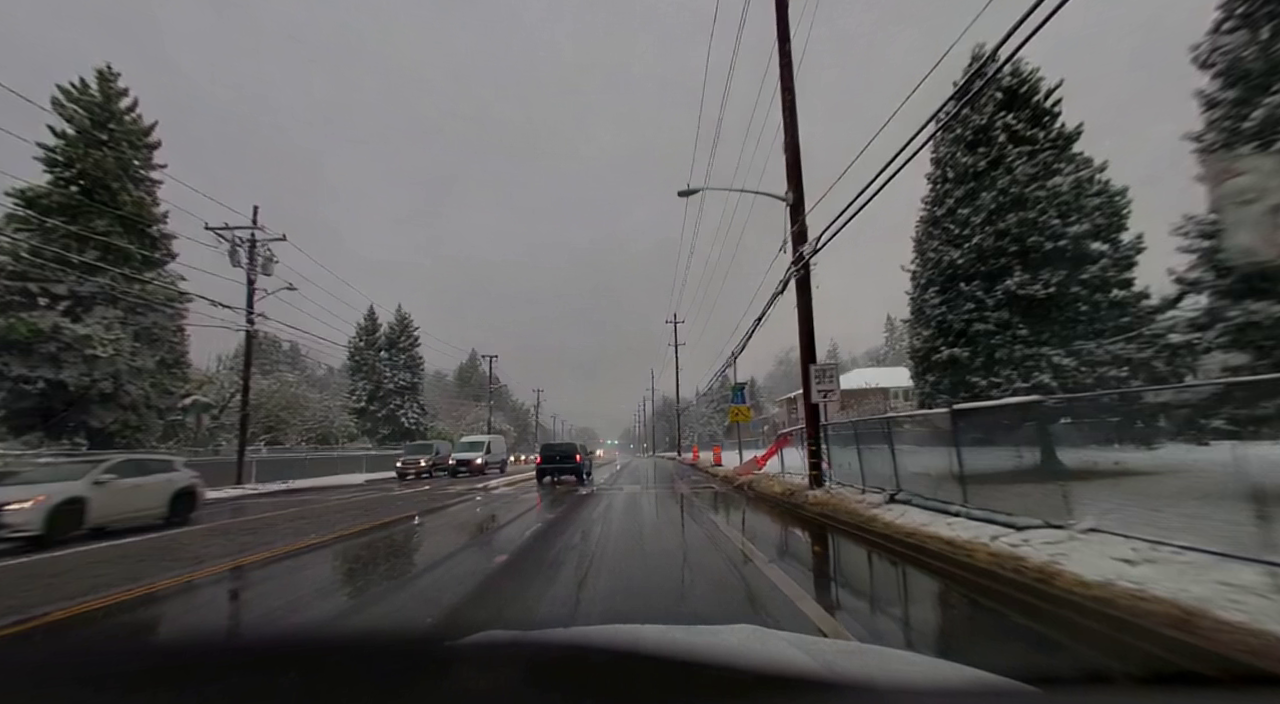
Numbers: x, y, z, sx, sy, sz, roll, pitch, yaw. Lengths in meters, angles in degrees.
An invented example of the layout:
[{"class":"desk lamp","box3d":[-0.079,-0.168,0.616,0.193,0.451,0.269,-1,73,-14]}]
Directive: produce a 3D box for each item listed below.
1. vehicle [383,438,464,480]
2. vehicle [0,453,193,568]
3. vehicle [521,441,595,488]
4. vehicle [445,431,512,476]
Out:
[{"class":"vehicle","box3d":[-13.046,6.486,38.518,2.584,2.302,6.400,0,-9,1]},{"class":"vehicle","box3d":[-9.844,2.384,9.853,2.032,1.527,4.833,0,-9,1]},{"class":"vehicle","box3d":[-2.845,4.019,22.791,1.992,1.515,4.289,0,-9,2]},{"class":"vehicle","box3d":[-9.527,6.061,37.774,2.377,2.439,5.510,0,-9,2]}]
